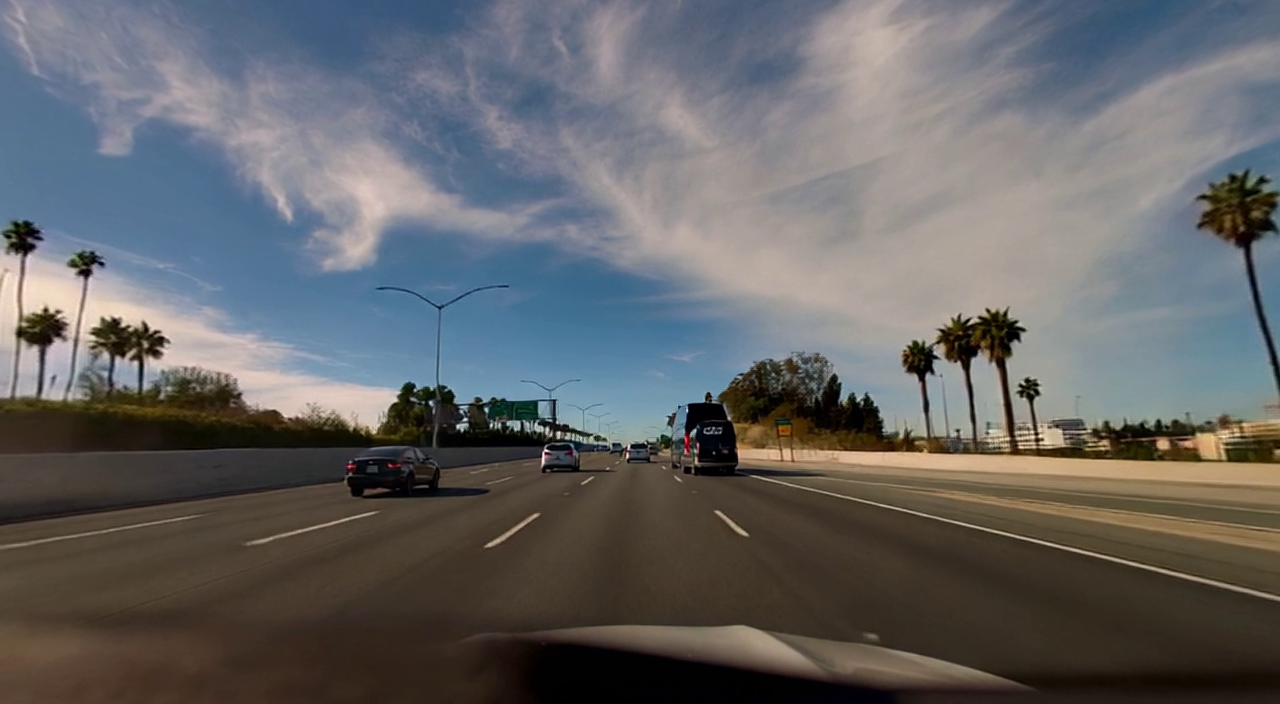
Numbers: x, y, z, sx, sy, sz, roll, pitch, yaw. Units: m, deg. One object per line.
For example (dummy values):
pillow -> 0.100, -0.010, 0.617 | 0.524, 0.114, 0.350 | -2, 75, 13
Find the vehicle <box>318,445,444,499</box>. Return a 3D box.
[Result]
vehicle -> -7.909, 3.685, 19.758 | 2.050, 1.487, 4.372 | 0, -9, 0

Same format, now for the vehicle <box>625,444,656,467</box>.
vehicle -> 0.023, 7.120, 43.423 | 2.085, 1.507, 4.096 | 0, -9, 0

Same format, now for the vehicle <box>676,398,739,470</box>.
vehicle -> 3.975, 5.164, 39.155 | 3.086, 3.984, 8.371 | 0, -9, 1

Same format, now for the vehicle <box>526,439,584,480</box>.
vehicle -> -3.737, 4.800, 28.424 | 2.017, 1.683, 4.094 | 0, -9, 1
